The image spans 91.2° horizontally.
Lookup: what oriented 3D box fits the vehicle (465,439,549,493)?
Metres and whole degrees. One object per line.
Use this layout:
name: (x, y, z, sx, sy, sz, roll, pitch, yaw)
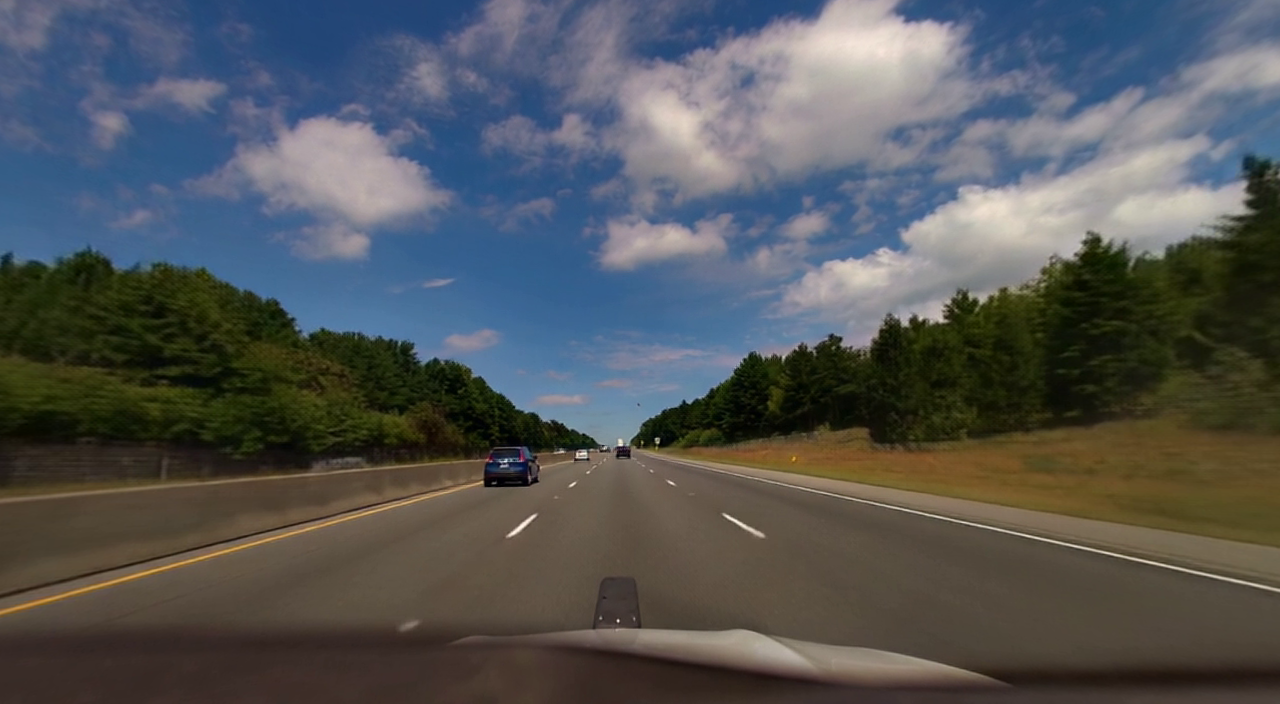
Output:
vehicle: (-4.620, 4.015, 22.436, 2.151, 1.693, 4.201, 0, -9, -1)
